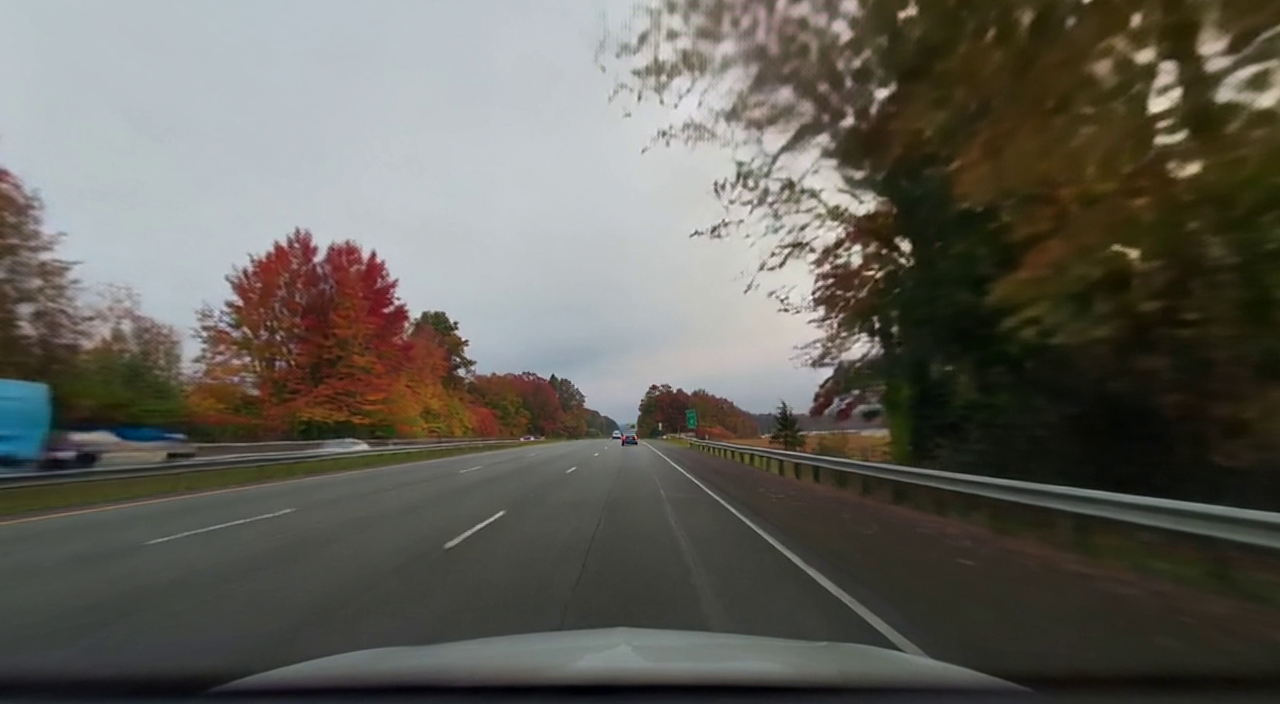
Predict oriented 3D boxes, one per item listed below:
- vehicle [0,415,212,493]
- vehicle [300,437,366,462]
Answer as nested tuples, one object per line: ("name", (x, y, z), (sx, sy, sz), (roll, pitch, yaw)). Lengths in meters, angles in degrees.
("vehicle", (-25.071, 4.416, 28.070), (2.823, 2.845, 13.346), (0, -8, -1))
("vehicle", (-20.916, 6.636, 43.063), (2.053, 1.552, 4.961), (0, -8, 0))
